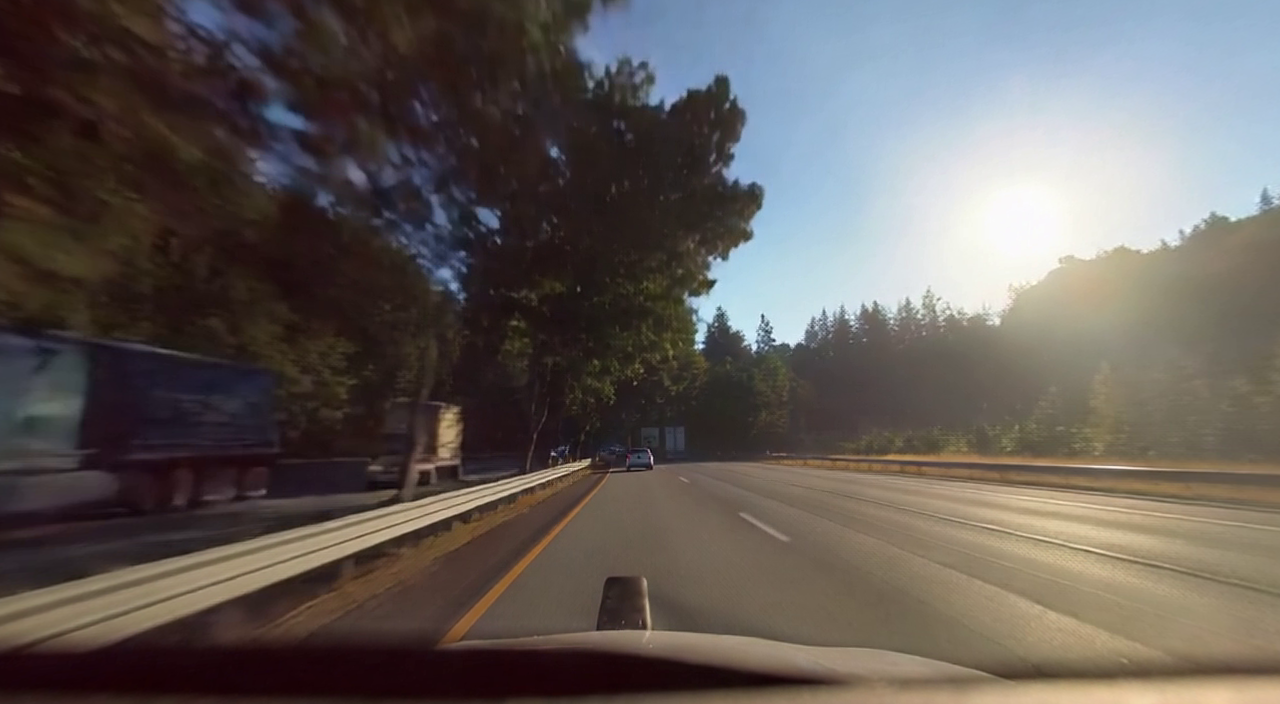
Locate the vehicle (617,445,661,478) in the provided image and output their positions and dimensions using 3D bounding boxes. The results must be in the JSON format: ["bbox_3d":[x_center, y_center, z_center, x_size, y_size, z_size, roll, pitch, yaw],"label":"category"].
[{"bbox_3d":[-0.081,5.457,31.589,2.069,1.523,4.012,0,-9,-1],"label":"vehicle"}]

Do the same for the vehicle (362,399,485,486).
[{"bbox_3d":[-8.235,3.619,25.047,2.286,2.908,7.241,0,-9,0],"label":"vehicle"}]
